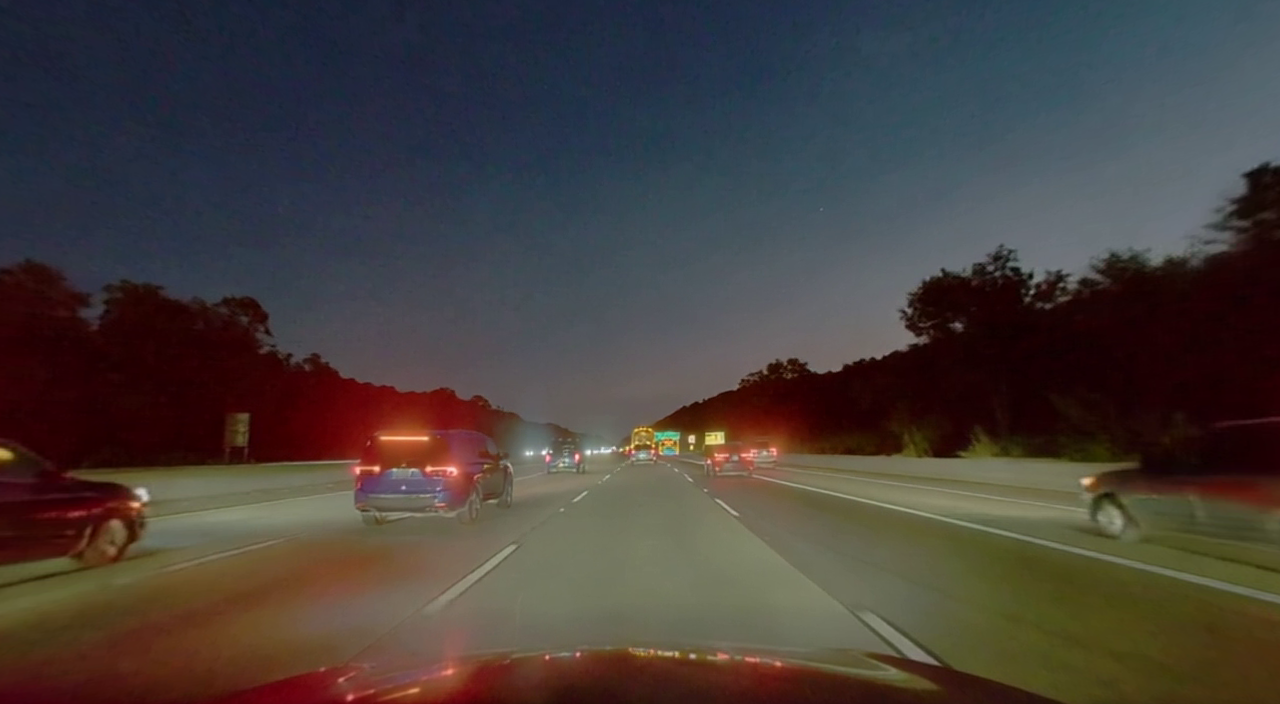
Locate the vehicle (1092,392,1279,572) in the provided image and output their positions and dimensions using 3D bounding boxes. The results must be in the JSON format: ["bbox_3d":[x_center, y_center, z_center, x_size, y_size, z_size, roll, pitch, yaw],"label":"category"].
[{"bbox_3d":[7.923,1.391,6.813,2.227,1.895,5.197,0,-9,1],"label":"vehicle"}]

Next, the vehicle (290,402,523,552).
[{"bbox_3d":[-3.405,1.926,10.332,2.016,1.898,4.458,0,-8,1],"label":"vehicle"}]

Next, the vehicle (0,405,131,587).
[{"bbox_3d":[-7.658,1.354,5.664,2.072,1.852,4.760,-1,-9,2],"label":"vehicle"}]

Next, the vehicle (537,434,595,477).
[{"bbox_3d":[-3.451,4.931,30.245,2.155,1.843,4.567,0,-8,1],"label":"vehicle"}]

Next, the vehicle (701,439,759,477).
[{"bbox_3d":[4.266,5.080,30.589,2.050,1.661,4.636,0,-8,-1],"label":"vehicle"}]

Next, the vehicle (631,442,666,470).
[{"bbox_3d":[0.501,6.328,38.529,2.042,1.632,3.654,0,-8,1],"label":"vehicle"}]

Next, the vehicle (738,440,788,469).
[{"bbox_3d":[8.158,6.854,42.394,2.191,1.807,5.692,0,-8,0],"label":"vehicle"}]
